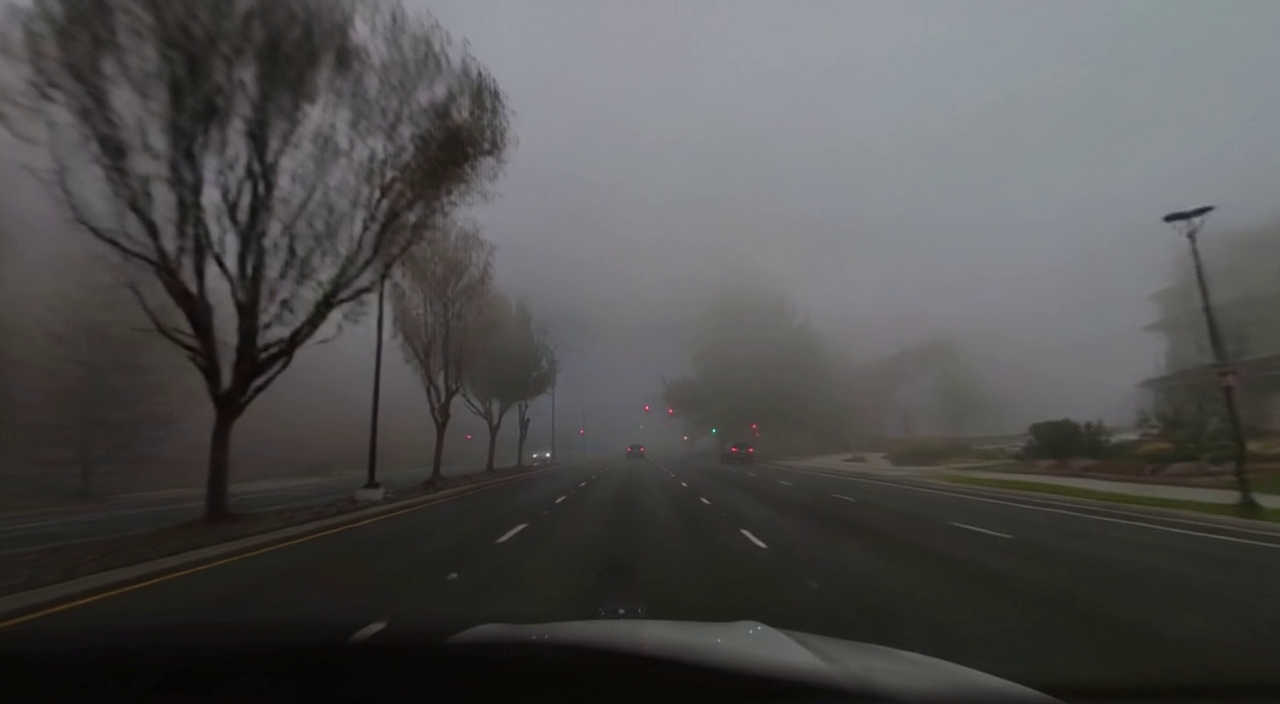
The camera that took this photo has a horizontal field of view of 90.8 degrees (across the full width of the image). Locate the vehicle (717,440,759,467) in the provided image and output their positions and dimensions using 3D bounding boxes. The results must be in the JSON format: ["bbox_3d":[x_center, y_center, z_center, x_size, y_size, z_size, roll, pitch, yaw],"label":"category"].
[{"bbox_3d":[6.717,6.990,43.679,2.011,1.710,4.357,0,-9,-2],"label":"vehicle"}]
